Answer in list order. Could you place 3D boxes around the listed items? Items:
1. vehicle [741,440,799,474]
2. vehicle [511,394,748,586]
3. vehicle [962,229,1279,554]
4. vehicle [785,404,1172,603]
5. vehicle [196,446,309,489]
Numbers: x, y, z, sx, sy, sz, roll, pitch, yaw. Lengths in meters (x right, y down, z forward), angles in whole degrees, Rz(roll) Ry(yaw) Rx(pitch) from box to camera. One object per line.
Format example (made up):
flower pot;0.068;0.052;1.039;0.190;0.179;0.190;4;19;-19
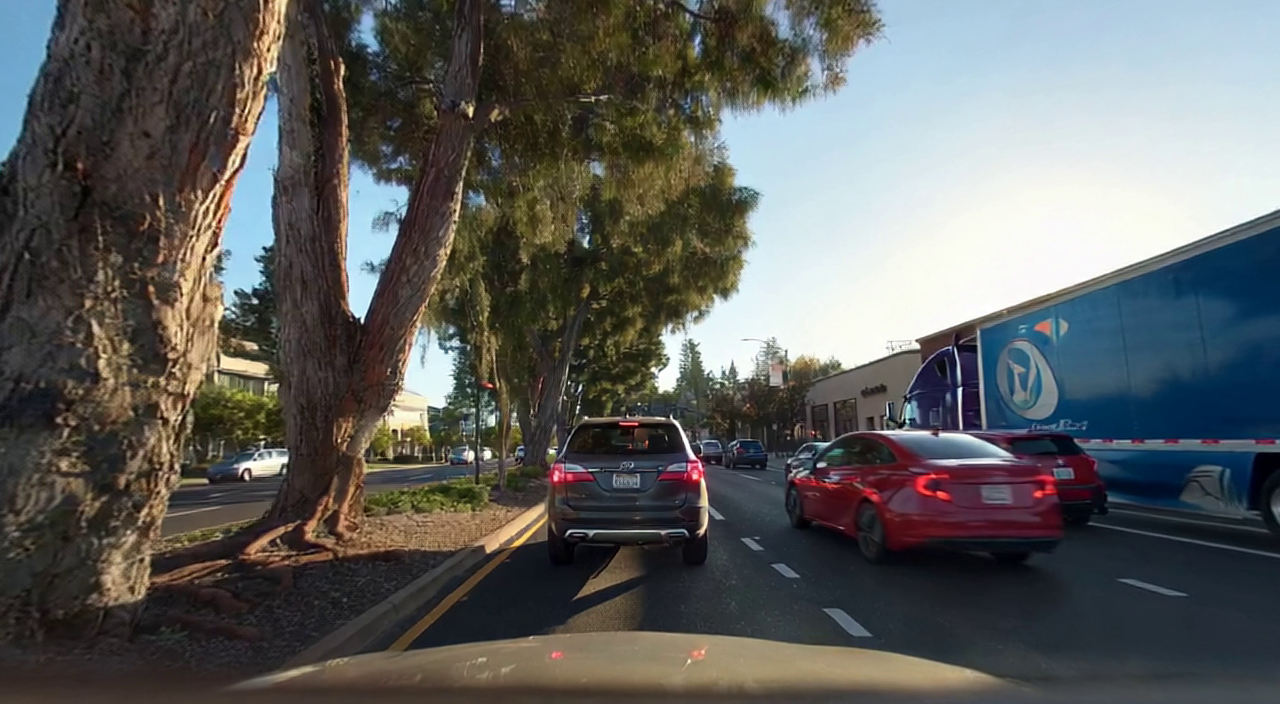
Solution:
vehicle;6.312;5.126;31.102;1.914;1.523;4.287;0;-9;0
vehicle;-0.115;1.673;8.412;2.320;1.880;4.192;0;-9;0
vehicle;9.990;0.414;7.705;2.879;4.284;17.334;0;-9;-1
vehicle;3.358;1.607;7.616;2.123;1.648;4.547;0;-9;0
vehicle;-19.340;5.746;31.904;2.302;1.939;5.221;0;-9;0
